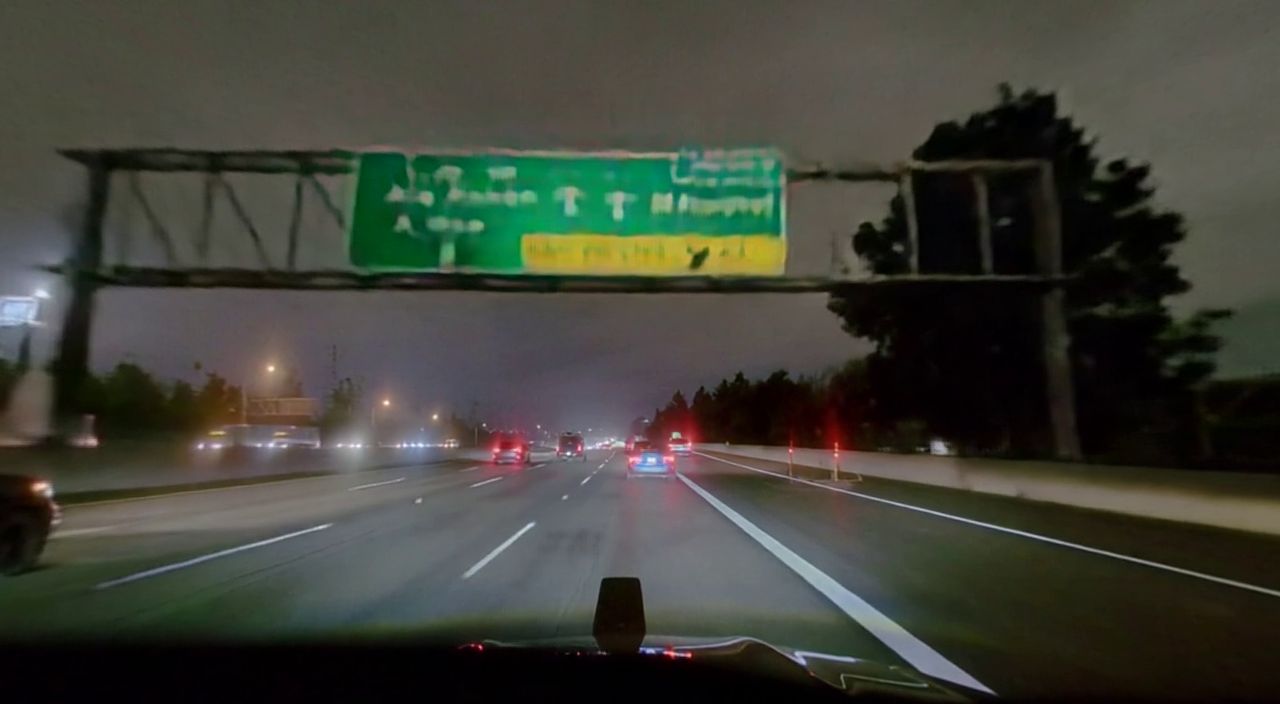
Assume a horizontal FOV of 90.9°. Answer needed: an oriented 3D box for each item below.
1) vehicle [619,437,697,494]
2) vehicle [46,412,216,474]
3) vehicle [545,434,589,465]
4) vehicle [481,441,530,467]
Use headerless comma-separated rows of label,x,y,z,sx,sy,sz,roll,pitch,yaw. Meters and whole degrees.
vehicle,0.423,3.310,18.816,2.082,1.482,4.126,0,-8,-1
vehicle,-29.091,5.319,36.819,2.815,3.121,8.954,0,-8,-3
vehicle,-4.426,5.978,38.872,2.289,1.777,4.534,0,-8,-2
vehicle,-8.119,6.196,38.438,1.974,1.464,4.733,0,-8,-1
